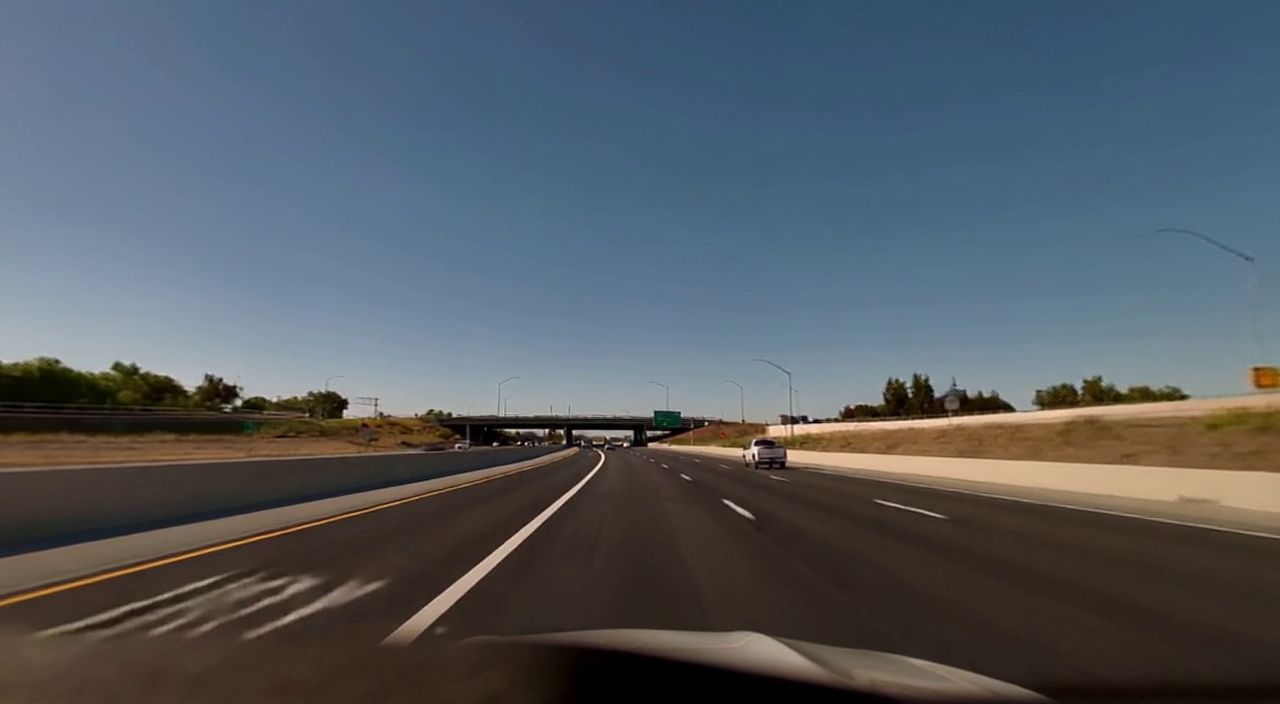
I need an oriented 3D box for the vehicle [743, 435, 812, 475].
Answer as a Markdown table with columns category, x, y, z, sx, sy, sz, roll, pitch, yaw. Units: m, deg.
| category | x | y | z | sx | sy | sz | roll | pitch | yaw |
| --- | --- | --- | --- | --- | --- | --- | --- | --- | --- |
| vehicle | 6.362 | 4.827 | 29.798 | 2.104 | 1.723 | 4.538 | 0 | -9 | -2 |
